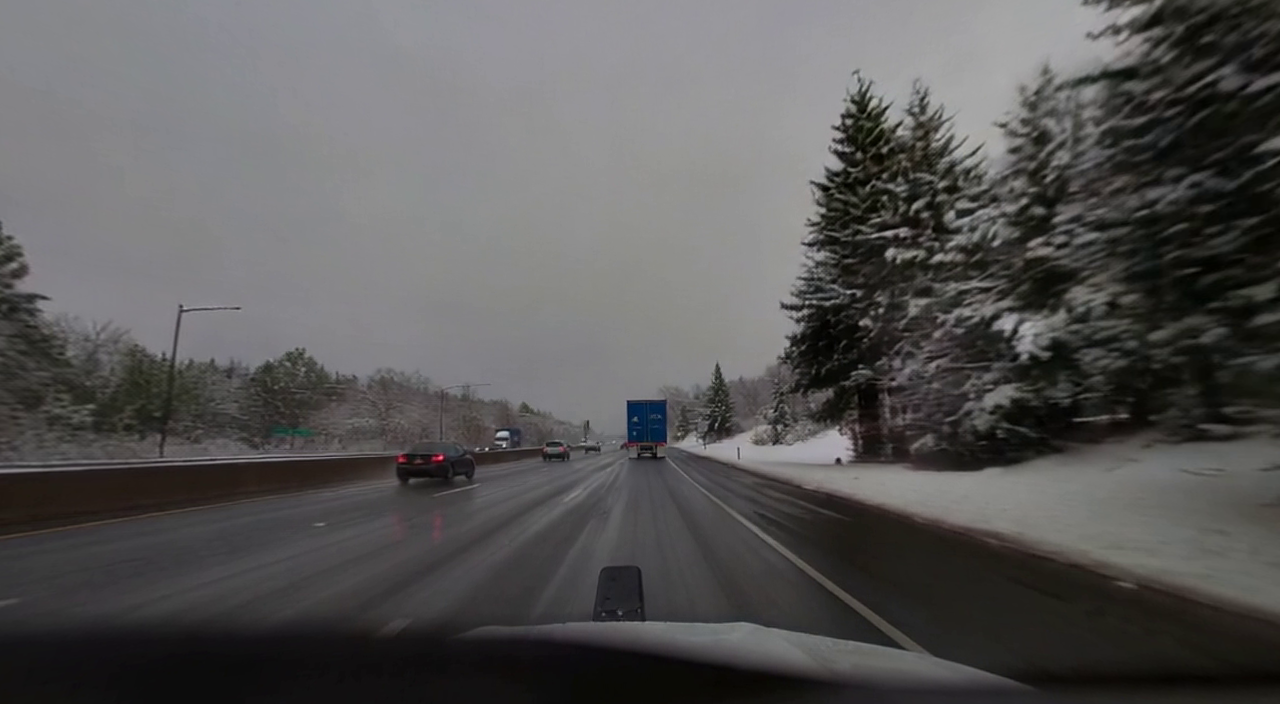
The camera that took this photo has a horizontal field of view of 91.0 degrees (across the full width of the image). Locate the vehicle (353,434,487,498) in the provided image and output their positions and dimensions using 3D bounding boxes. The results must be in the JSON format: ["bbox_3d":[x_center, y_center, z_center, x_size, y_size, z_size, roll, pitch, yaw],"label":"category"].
[{"bbox_3d":[-5.871,3.083,17.530,2.017,1.517,4.766,0,-8,0],"label":"vehicle"}]

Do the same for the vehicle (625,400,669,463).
[{"bbox_3d":[0.483,6.313,49.120,2.918,4.124,14.567,0,-8,0],"label":"vehicle"}]

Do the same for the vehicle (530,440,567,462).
[{"bbox_3d":[-6.785,7.390,47.236,2.050,1.540,4.766,0,-8,1],"label":"vehicle"}]
